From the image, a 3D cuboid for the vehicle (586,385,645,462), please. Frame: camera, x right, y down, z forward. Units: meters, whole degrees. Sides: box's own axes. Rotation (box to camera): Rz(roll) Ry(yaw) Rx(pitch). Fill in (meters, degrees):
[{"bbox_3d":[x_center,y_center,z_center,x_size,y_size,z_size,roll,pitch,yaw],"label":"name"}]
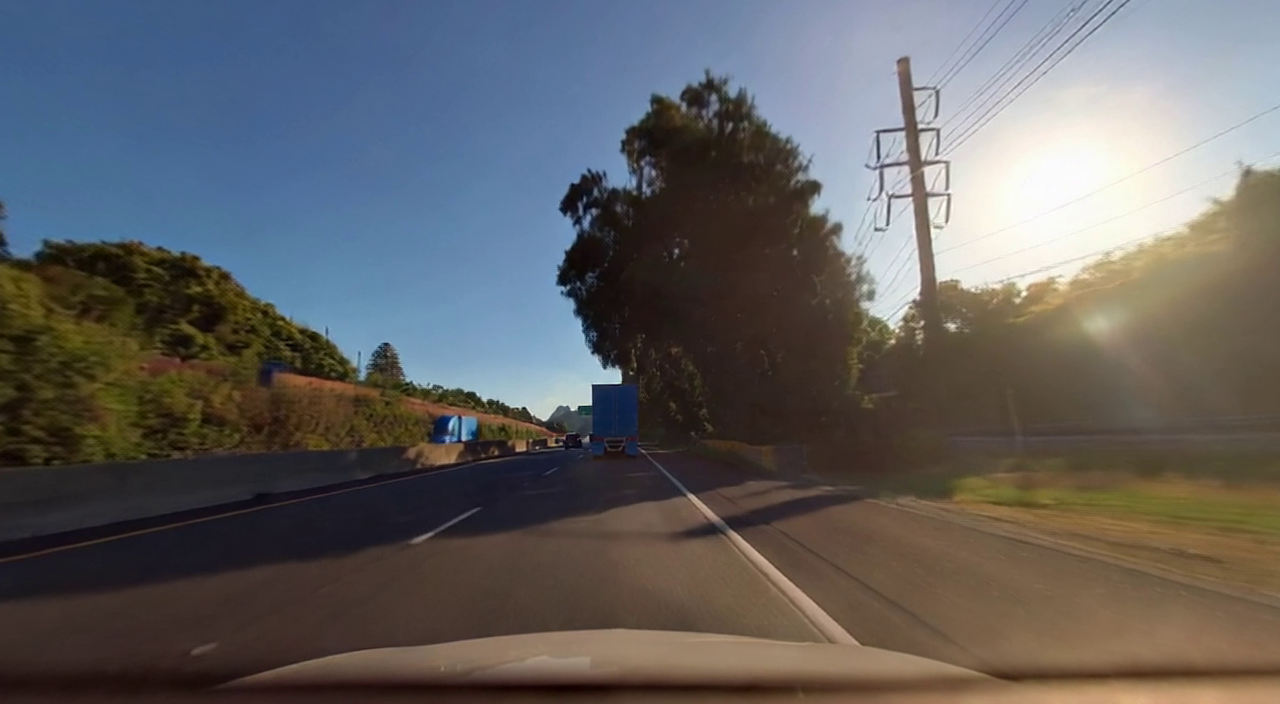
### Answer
[{"bbox_3d":[-1.360,4.230,36.500,2.955,3.851,9.915,0,-8,-2],"label":"vehicle"}]
